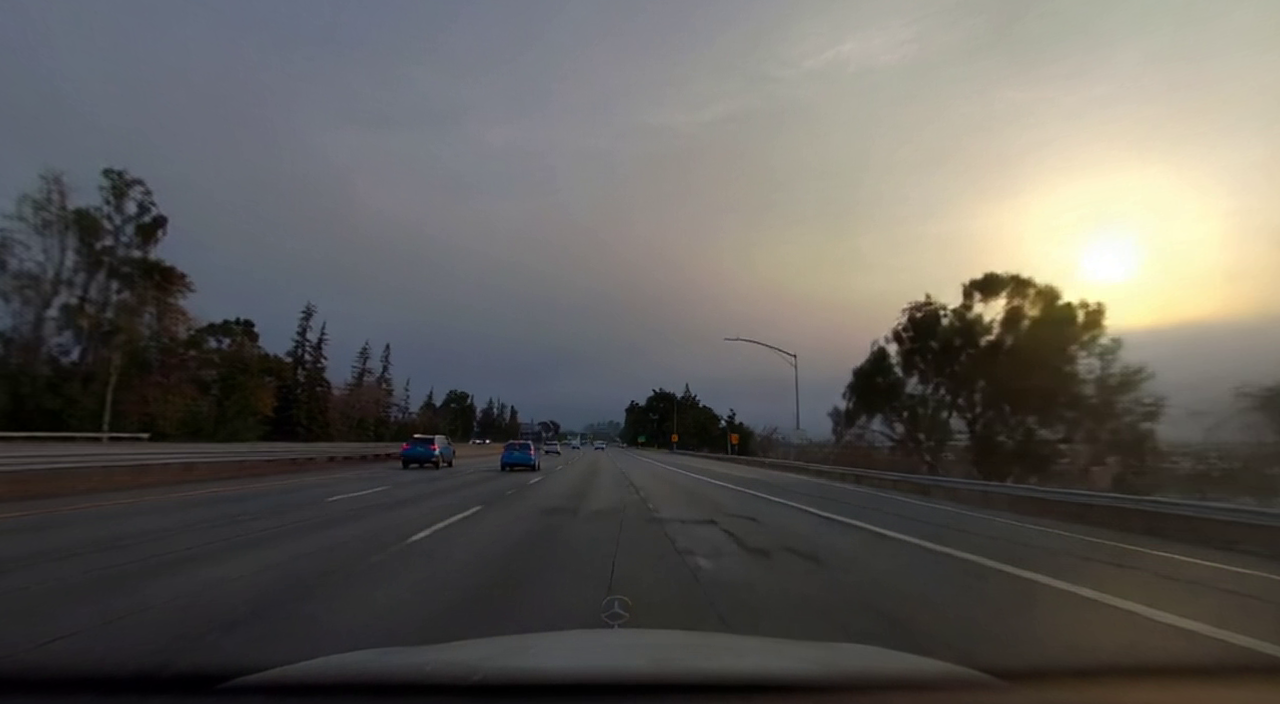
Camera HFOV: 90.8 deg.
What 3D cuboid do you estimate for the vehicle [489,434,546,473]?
[{"bbox_3d":[-6.043,5.102,31.811,2.146,1.766,4.502,0,-9,-2],"label":"vehicle"}]

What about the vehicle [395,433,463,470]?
[{"bbox_3d":[-10.402,4.956,31.490,2.016,1.711,4.365,0,-9,-2],"label":"vehicle"}]
